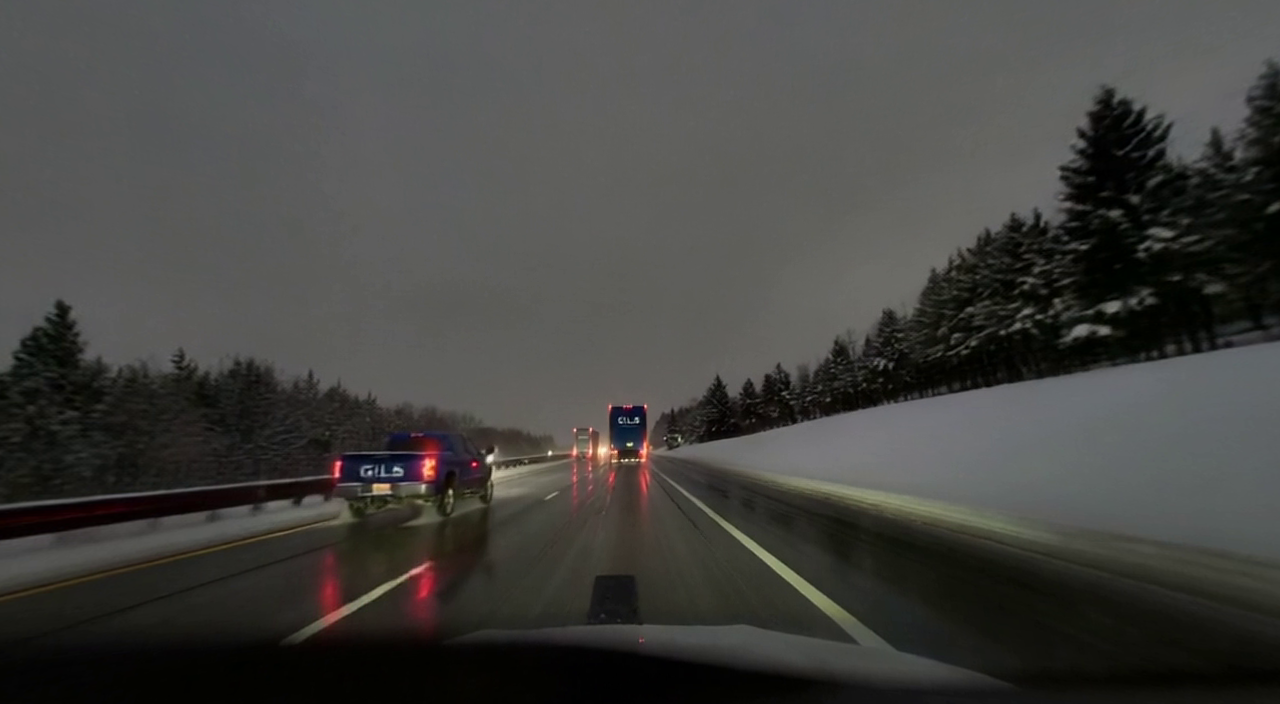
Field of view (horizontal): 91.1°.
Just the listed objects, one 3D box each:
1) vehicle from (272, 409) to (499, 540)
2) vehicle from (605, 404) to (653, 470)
[{"bbox_3d":[-4.386,2.229,12.023,2.226,1.935,5.130,0,-9,-1],"label":"vehicle"},{"bbox_3d":[-0.725,5.915,43.296,2.923,4.007,9.760,0,-9,-1],"label":"vehicle"}]
